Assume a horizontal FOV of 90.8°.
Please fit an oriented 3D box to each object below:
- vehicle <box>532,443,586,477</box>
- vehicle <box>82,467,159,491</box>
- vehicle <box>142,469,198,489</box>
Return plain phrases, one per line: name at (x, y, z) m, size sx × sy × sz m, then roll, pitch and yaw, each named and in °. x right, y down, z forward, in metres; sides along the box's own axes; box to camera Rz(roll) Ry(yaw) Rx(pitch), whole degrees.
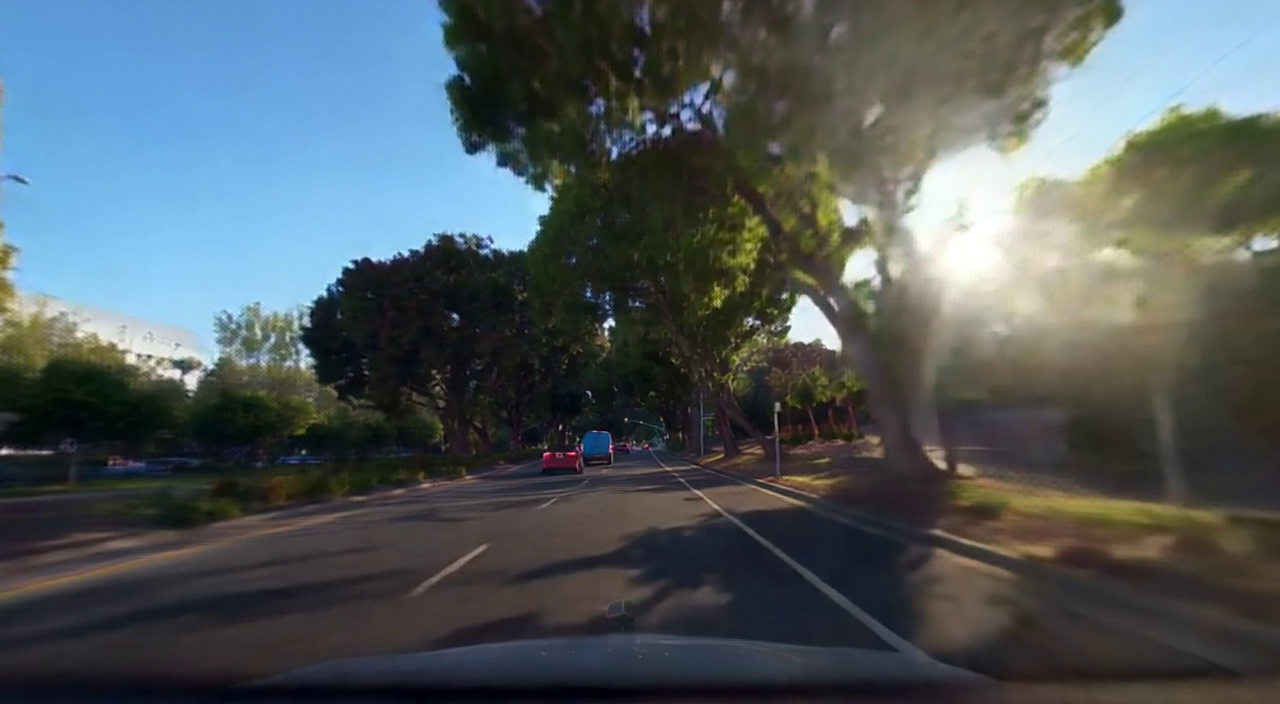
vehicle at (-3.722, 5.038, 29.794) m, size 2.009 × 1.473 × 4.028 m, roll 0°, pitch -9°, yaw 0°
vehicle at (-35.935, 8.770, 43.858) m, size 1.637 × 1.397 × 4.547 m, roll 1°, pitch -9°, yaw -3°
vehicle at (-36.646, 9.867, 49.384) m, size 1.567 × 1.379 × 3.614 m, roll 3°, pitch -10°, yaw -1°
